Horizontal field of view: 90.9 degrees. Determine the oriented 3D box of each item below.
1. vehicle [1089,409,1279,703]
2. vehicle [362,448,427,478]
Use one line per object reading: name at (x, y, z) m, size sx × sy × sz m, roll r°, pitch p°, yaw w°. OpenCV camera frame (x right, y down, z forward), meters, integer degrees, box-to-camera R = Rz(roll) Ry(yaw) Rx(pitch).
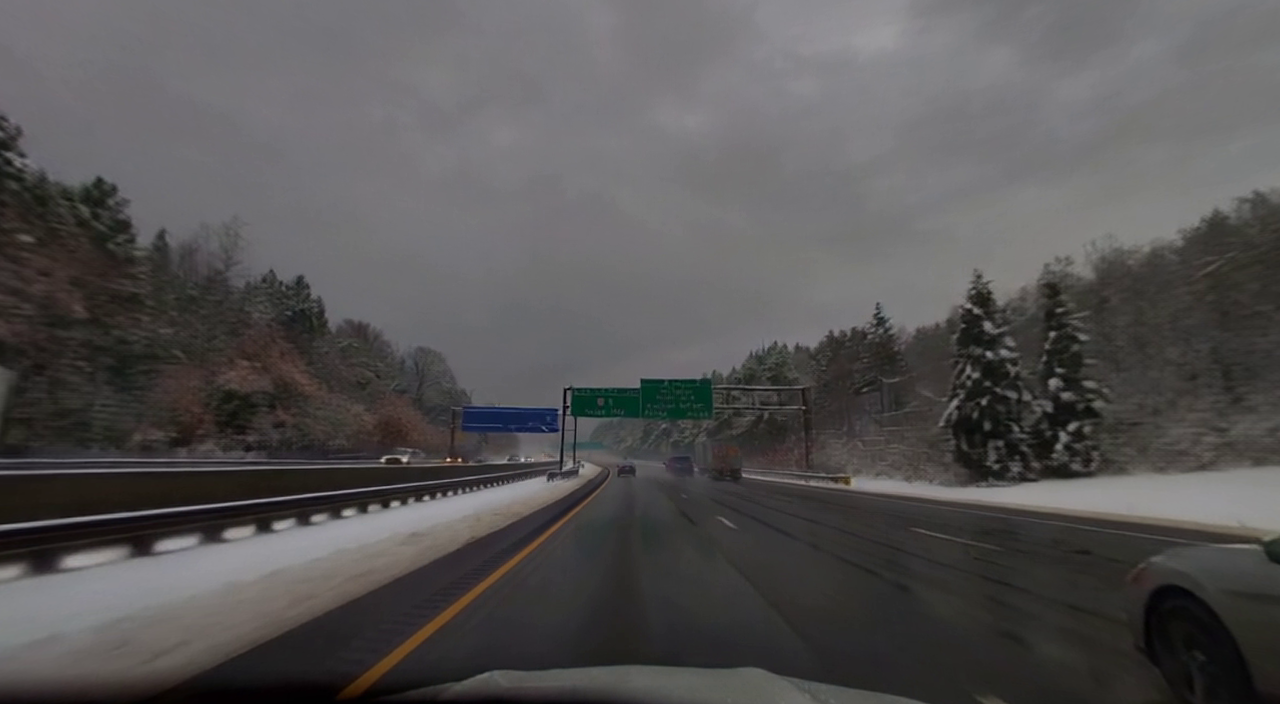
vehicle at (3.947, 0.932, 1.832) m, size 2.132 × 1.662 × 4.180 m, roll 1°, pitch -10°, yaw 0°
vehicle at (-14.302, 6.520, 37.006) m, size 2.030 × 1.595 × 4.594 m, roll 1°, pitch -10°, yaw -1°
